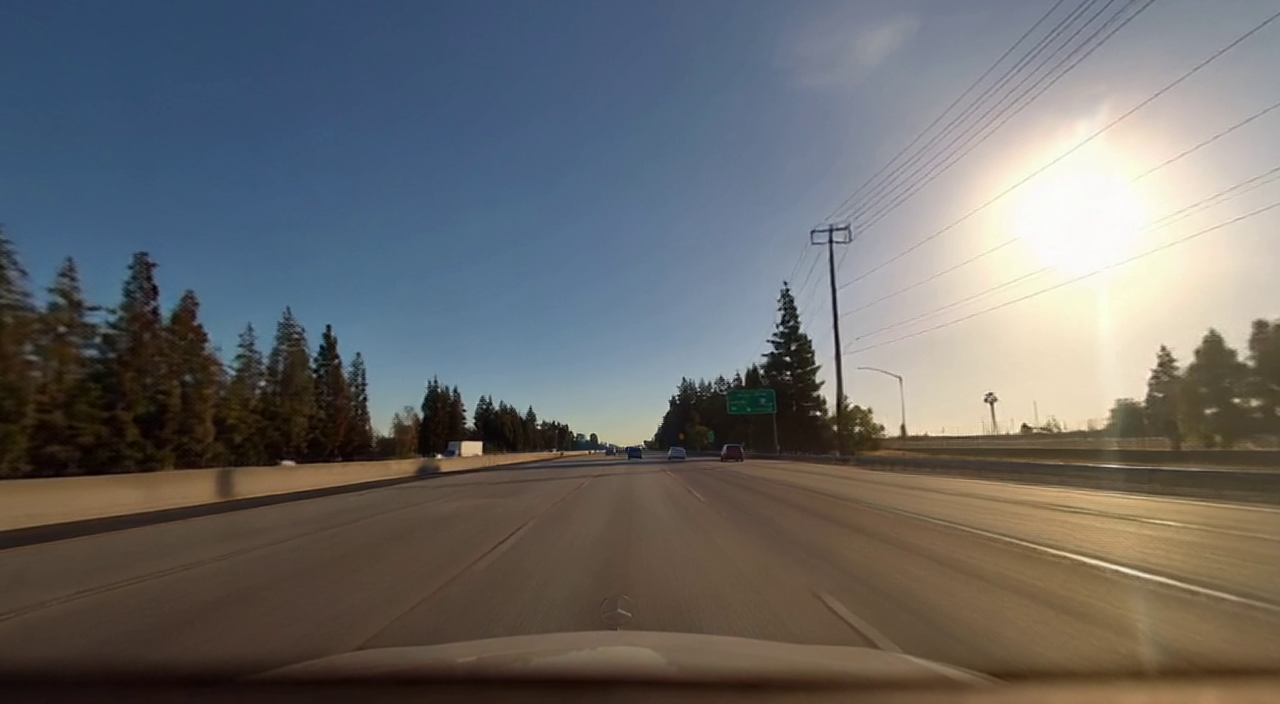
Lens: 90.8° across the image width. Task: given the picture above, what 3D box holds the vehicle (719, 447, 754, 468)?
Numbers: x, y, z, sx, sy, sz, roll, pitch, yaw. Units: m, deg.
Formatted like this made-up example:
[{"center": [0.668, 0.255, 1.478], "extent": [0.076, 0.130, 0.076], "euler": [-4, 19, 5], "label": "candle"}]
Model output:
[{"center": [6.898, 7.577, 45.694], "extent": [1.817, 1.440, 4.075], "euler": [0, -9, -1], "label": "vehicle"}]
